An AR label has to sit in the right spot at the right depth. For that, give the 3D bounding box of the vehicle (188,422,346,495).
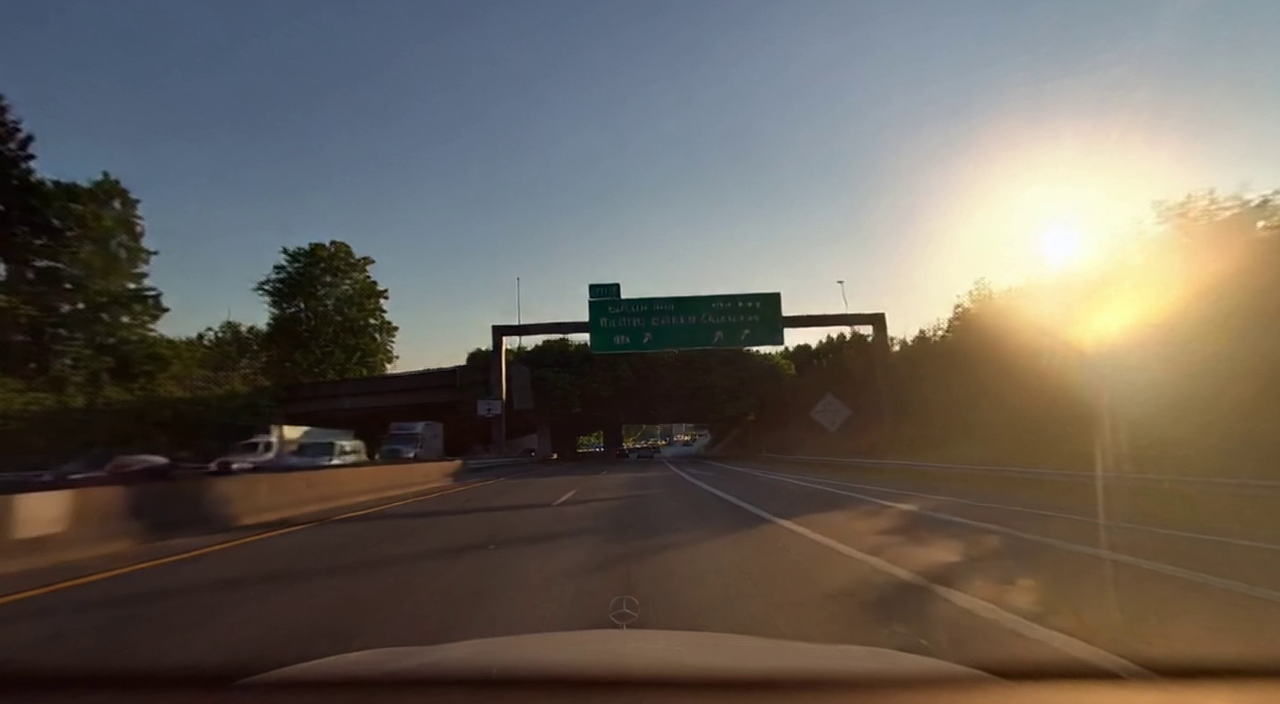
[{"bbox_3d":[-16.710,4.842,29.021,2.881,2.910,7.027,0,-9,0],"label":"vehicle"}]

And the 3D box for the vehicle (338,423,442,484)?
[{"bbox_3d":[-12.166,5.023,31.330,2.488,2.689,5.896,-1,-9,3],"label":"vehicle"}]
